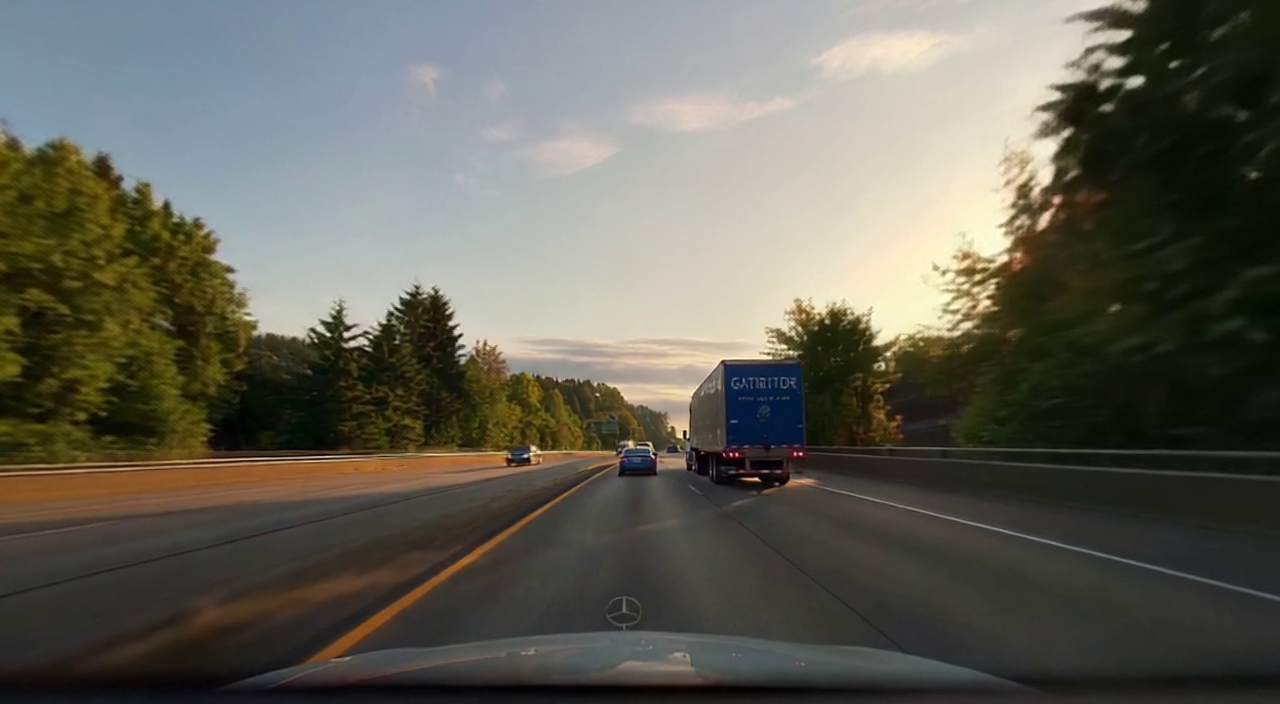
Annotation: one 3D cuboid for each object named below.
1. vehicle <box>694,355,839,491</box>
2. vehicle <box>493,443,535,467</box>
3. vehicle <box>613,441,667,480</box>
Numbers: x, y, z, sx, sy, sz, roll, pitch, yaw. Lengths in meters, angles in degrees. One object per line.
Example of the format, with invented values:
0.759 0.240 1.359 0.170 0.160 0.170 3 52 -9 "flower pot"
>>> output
4.399 3.211 26.153 2.909 4.074 14.457 0 -9 0 "vehicle"
-8.614 7.089 43.480 1.930 1.549 4.485 0 -9 1 "vehicle"
0.007 4.515 26.335 2.074 1.475 3.960 0 -9 0 "vehicle"
